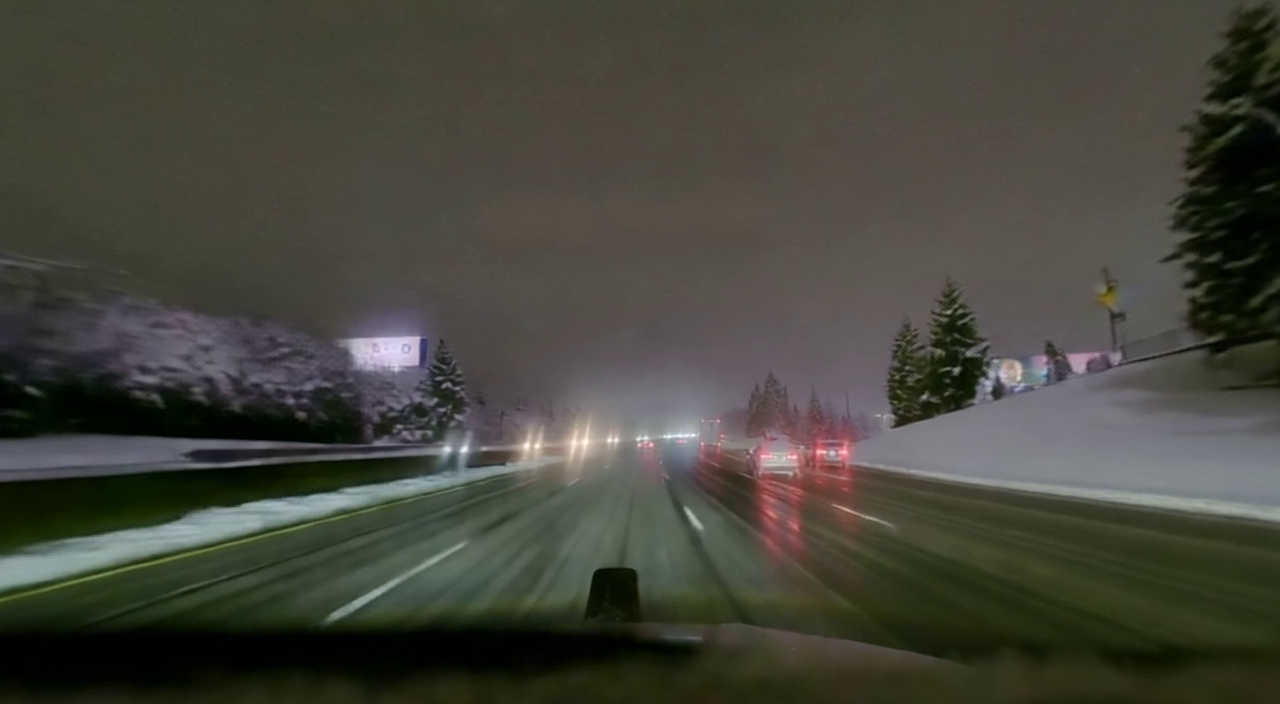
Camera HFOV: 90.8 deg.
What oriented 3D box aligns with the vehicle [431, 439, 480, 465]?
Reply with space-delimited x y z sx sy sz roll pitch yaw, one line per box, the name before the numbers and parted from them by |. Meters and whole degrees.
vehicle | -11.881 6.443 40.936 1.824 1.596 3.948 0 -8 3
